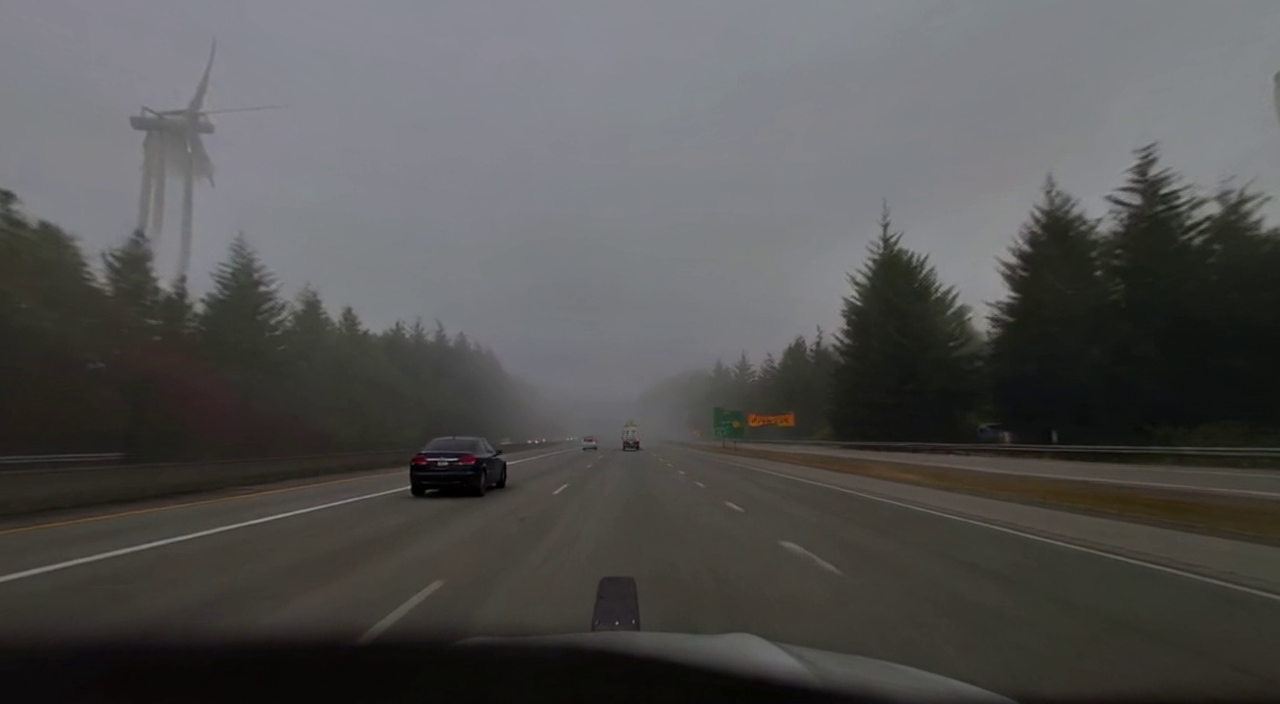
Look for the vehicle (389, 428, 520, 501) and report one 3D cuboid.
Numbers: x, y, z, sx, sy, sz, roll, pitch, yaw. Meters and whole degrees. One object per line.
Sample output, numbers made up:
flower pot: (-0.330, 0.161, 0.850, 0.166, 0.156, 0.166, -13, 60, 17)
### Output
vehicle: (-4.246, 2.613, 15.159, 1.950, 1.511, 3.965, 0, -8, 0)
